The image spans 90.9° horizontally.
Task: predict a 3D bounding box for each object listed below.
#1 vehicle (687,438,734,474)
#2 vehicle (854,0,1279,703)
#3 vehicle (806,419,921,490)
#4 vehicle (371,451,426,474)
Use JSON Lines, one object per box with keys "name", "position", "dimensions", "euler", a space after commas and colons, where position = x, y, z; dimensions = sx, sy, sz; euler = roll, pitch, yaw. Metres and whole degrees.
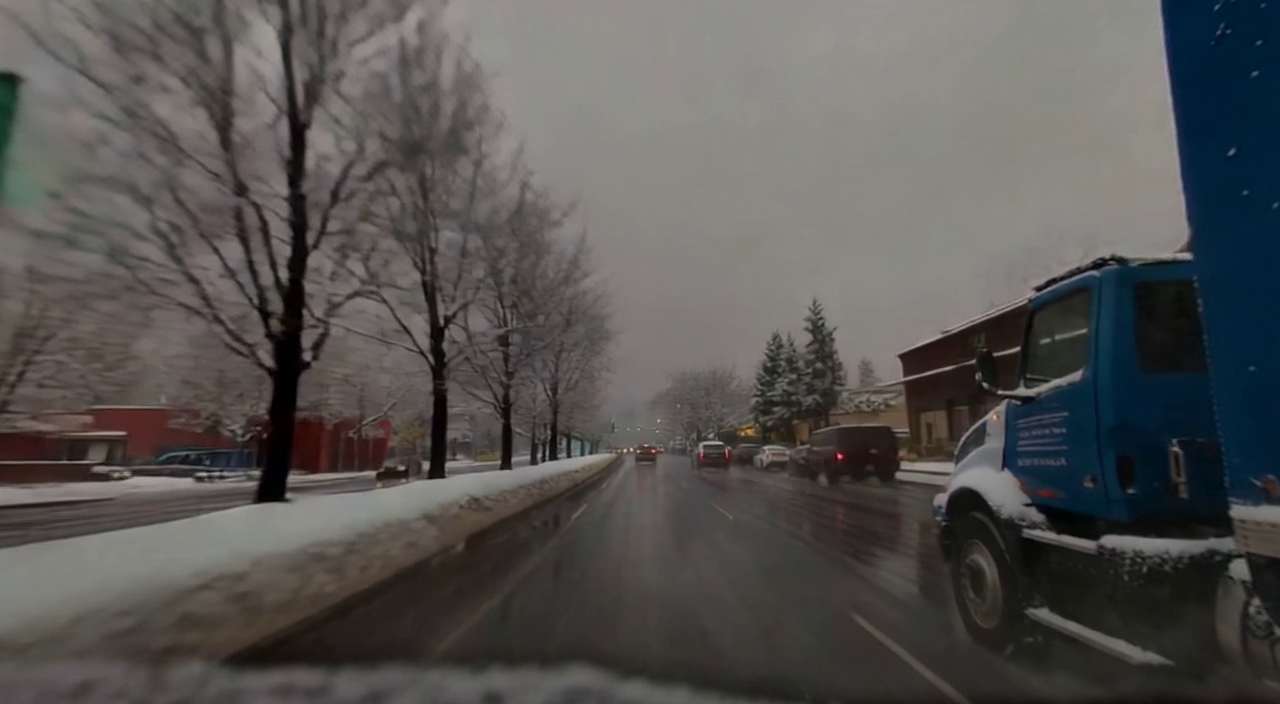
{"name": "vehicle", "position": [4.027, 6.087, 36.972], "dimensions": [2.196, 1.908, 4.412], "euler": [0, -9, 0]}
{"name": "vehicle", "position": [3.719, -0.225, 2.399], "dimensions": [3.006, 3.679, 8.506], "euler": [-1, -9, 2]}
{"name": "vehicle", "position": [8.026, 3.770, 23.252], "dimensions": [2.539, 2.328, 4.769], "euler": [-1, -9, 2]}
{"name": "vehicle", "position": [-16.969, 7.777, 44.520], "dimensions": [2.017, 1.503, 4.638], "euler": [0, -9, 0]}
